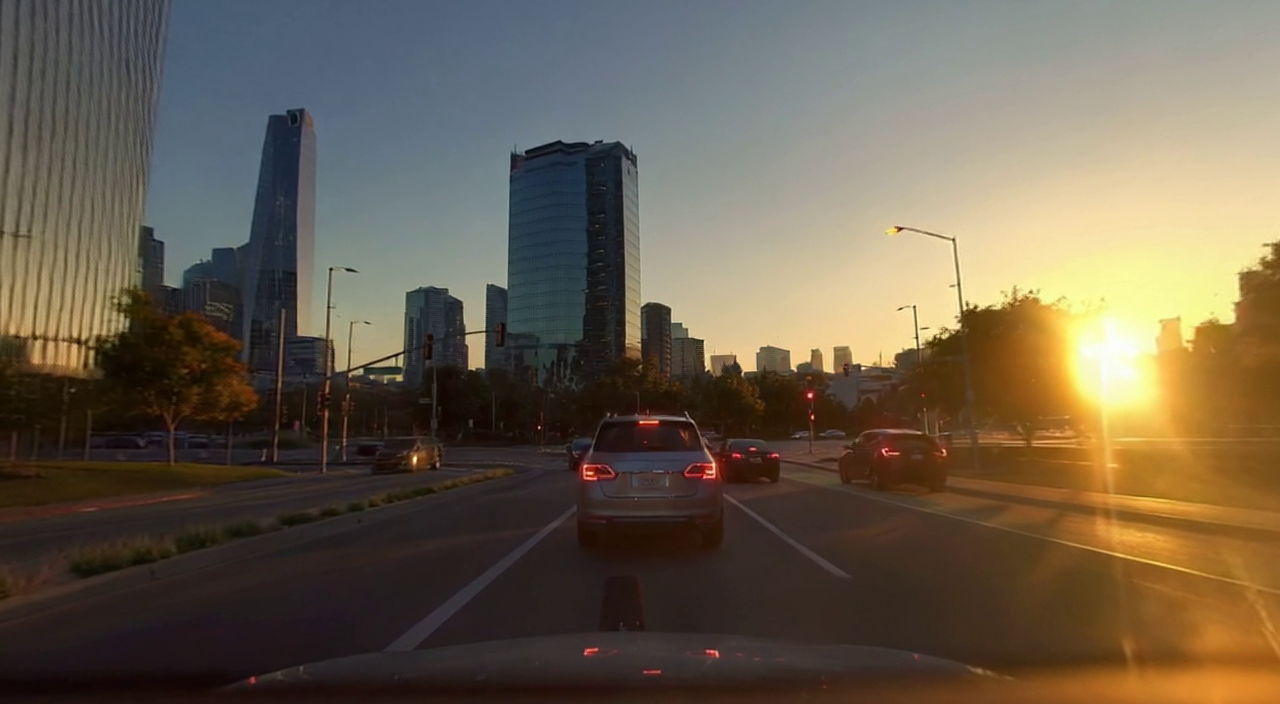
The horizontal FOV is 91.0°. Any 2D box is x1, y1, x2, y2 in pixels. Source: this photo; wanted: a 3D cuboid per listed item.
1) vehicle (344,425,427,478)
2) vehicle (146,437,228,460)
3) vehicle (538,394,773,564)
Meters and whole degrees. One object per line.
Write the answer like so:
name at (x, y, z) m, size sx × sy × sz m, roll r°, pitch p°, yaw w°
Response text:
vehicle at (-12.328, 4.890, 31.057) m, size 2.717 × 2.310 × 6.448 m, roll 2°, pitch -9°, yaw -13°
vehicle at (-34.441, 7.336, 47.933) m, size 4.622 × 1.742 × 1.965 m, roll 0°, pitch -9°, yaw -1°
vehicle at (0.171, 1.763, 9.362) m, size 2.601 × 1.878 × 4.535 m, roll 0°, pitch -9°, yaw 0°
